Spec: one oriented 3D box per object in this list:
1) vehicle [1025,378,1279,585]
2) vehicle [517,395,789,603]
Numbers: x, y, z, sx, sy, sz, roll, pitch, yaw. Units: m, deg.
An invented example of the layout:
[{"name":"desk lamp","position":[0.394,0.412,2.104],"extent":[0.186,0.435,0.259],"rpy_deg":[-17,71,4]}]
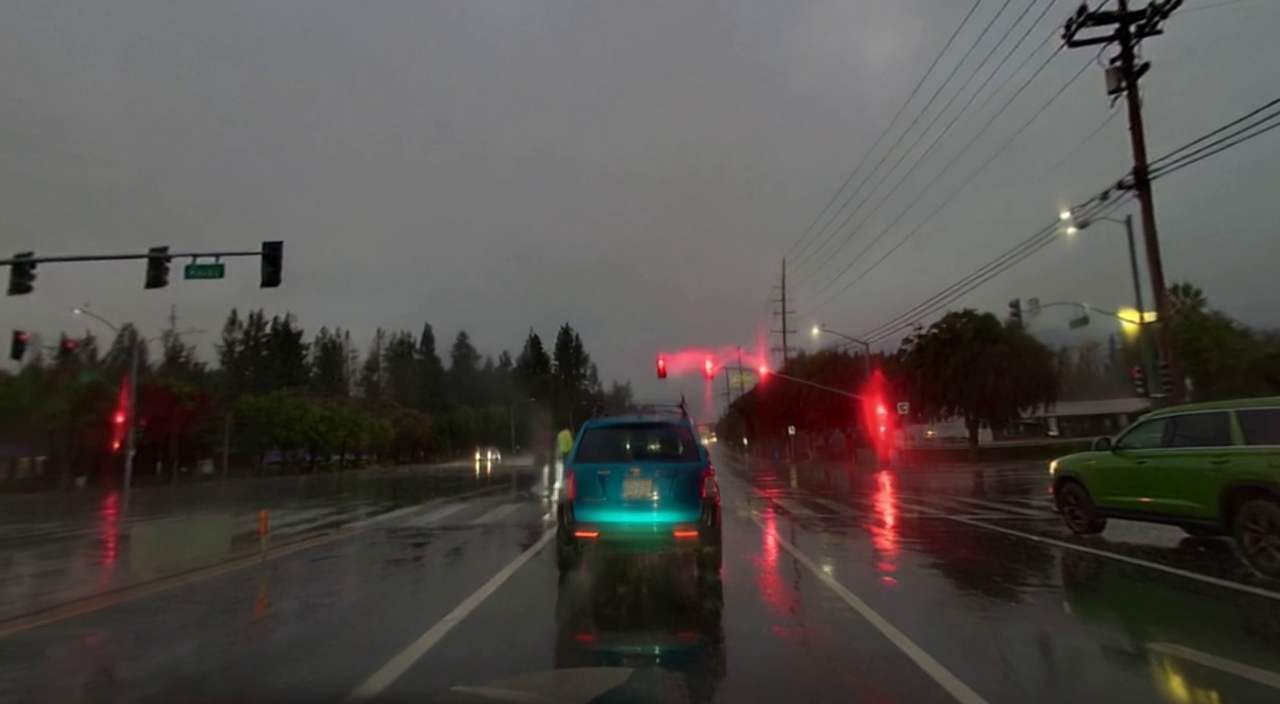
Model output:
[{"name":"vehicle","position":[6.800,1.354,6.982],"extent":[2.119,1.827,4.806],"rpy_deg":[-1,-9,1]},{"name":"vehicle","position":[0.118,1.559,7.523],"extent":[2.285,1.729,4.252],"rpy_deg":[0,-9,0]}]
